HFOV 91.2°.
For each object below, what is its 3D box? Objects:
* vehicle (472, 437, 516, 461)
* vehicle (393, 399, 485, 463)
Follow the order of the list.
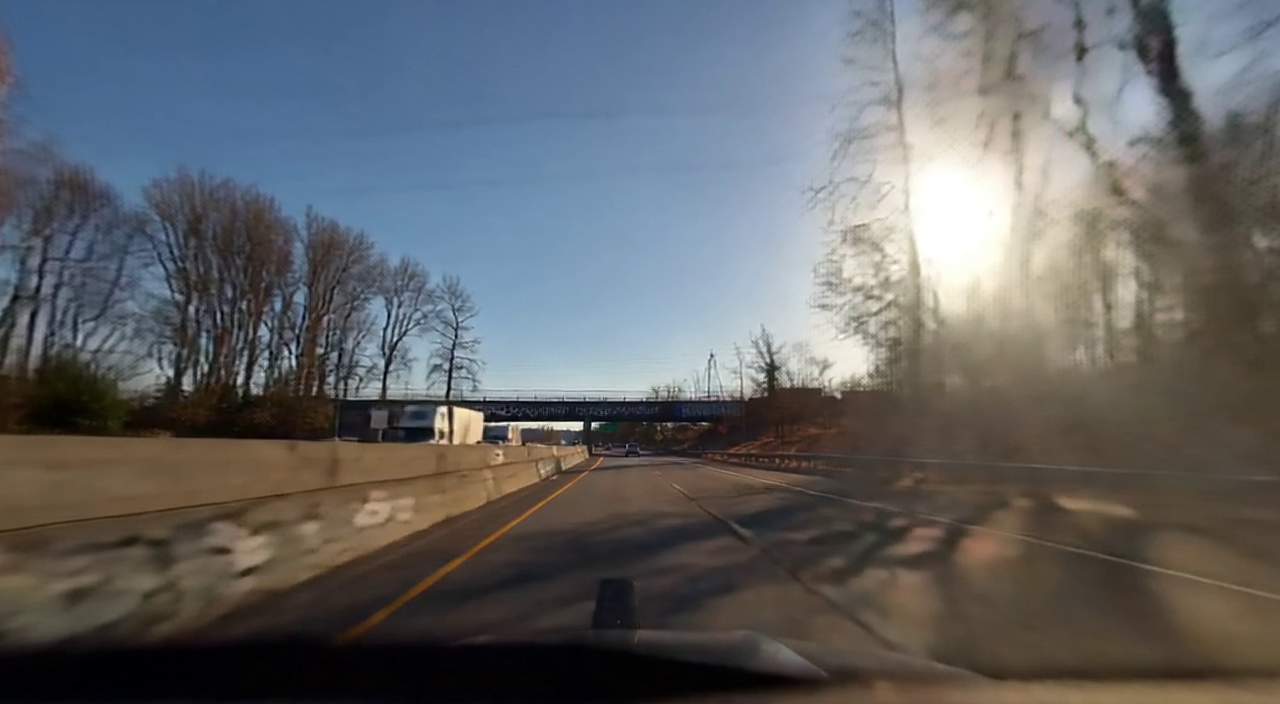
[{"bbox_3d":[-10.293,6.892,44.477,2.046,1.609,4.642,0,-9,-1],"label":"vehicle"},{"bbox_3d":[-14.616,6.138,47.202,2.885,4.088,13.949,0,-9,-3],"label":"vehicle"}]
